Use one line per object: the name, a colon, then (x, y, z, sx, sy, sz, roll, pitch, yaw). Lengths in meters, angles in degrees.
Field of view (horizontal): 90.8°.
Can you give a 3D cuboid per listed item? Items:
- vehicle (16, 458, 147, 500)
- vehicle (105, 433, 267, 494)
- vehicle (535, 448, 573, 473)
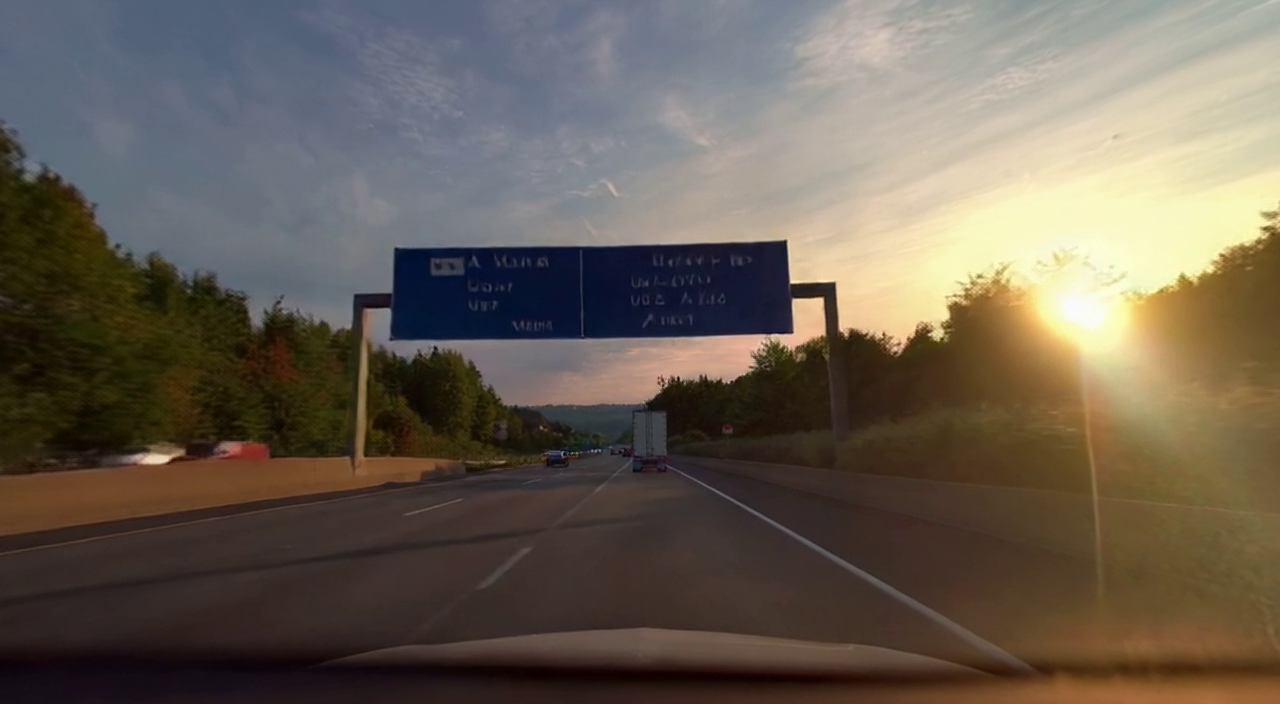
vehicle: (-20.463, 4.635, 23.310, 1.540, 1.366, 3.516, 0, -9, 1)
vehicle: (-20.609, 5.118, 29.241, 2.562, 2.458, 6.575, 0, -9, 0)
vehicle: (-6.386, 8.093, 47.361, 2.119, 1.754, 4.404, 0, -9, 1)
